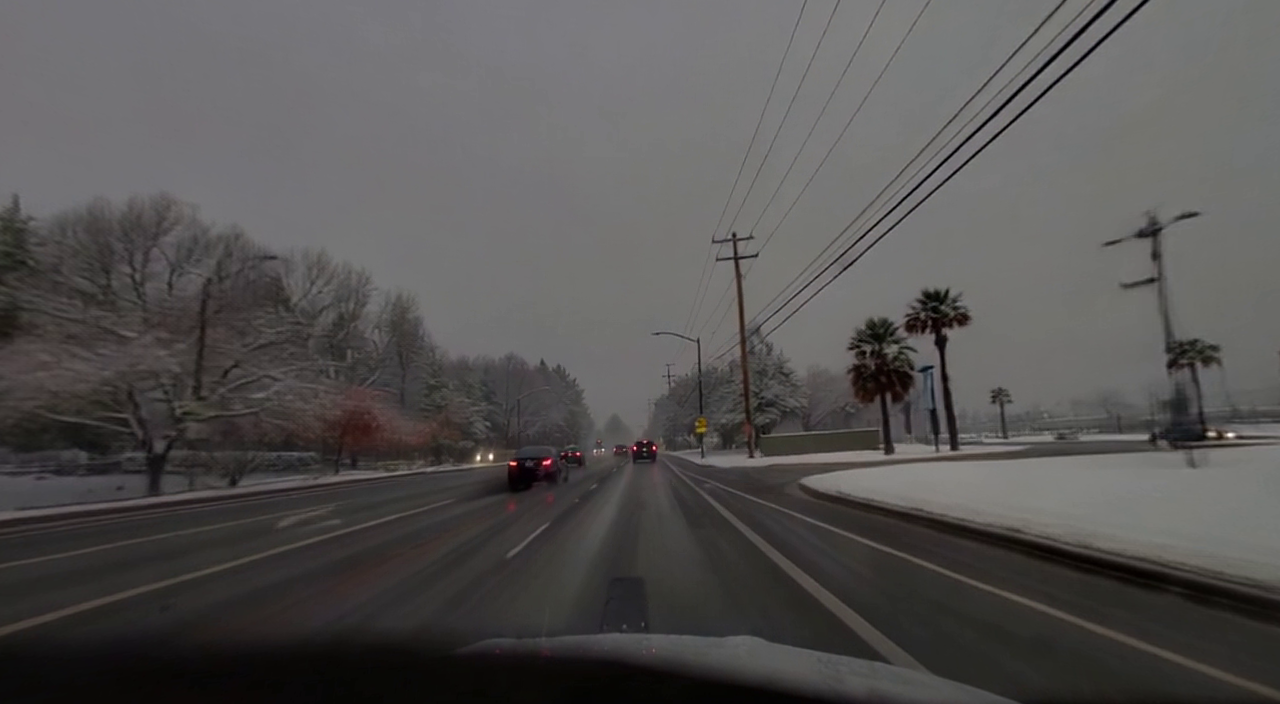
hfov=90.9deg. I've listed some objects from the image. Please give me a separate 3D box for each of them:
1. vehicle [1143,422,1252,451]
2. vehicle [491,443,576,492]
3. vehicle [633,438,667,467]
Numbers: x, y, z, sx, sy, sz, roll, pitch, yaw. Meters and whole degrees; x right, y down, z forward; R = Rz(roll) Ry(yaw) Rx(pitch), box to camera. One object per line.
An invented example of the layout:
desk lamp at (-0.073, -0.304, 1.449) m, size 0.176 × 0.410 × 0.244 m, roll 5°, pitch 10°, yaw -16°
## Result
vehicle at (32.067, 4.937, 36.484) m, size 1.806 × 1.552 × 4.740 m, roll 0°, pitch -9°, yaw -3°
vehicle at (-3.404, 3.783, 20.956) m, size 1.982 × 1.451 × 4.152 m, roll -1°, pitch -9°, yaw 2°
vehicle at (0.637, 6.648, 41.639) m, size 2.155 × 1.781 × 3.977 m, roll 0°, pitch -9°, yaw 0°
